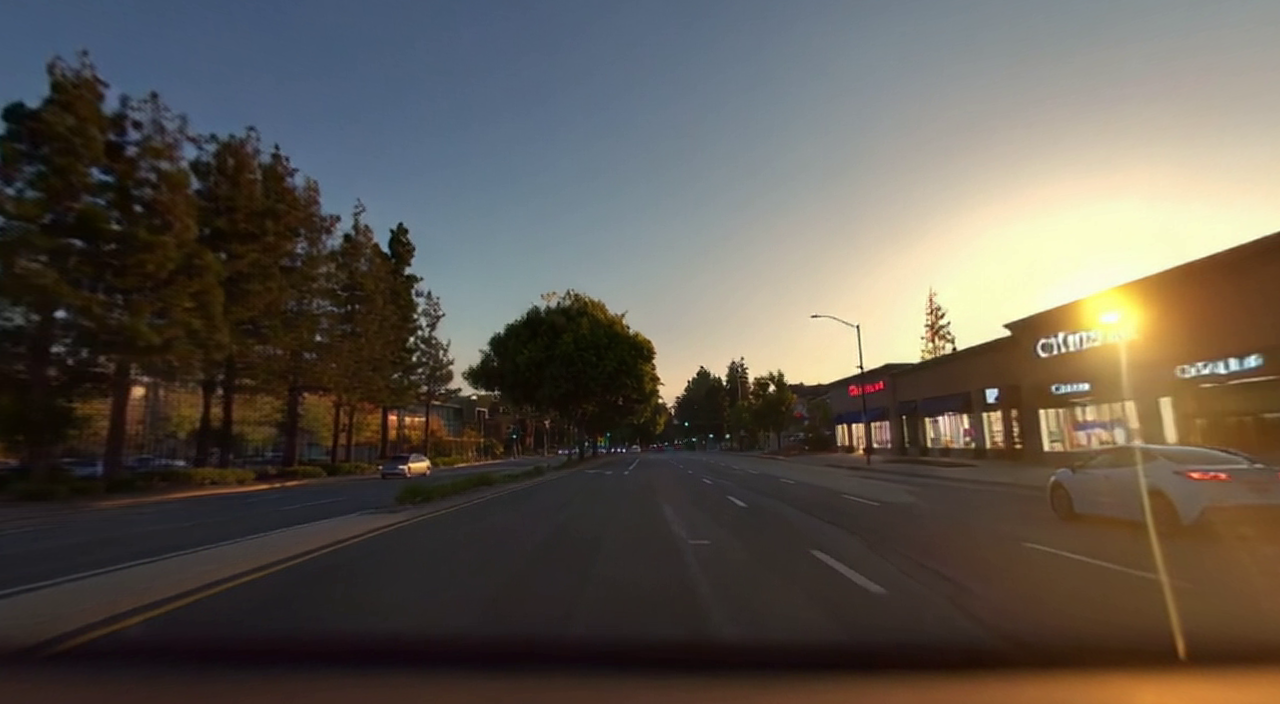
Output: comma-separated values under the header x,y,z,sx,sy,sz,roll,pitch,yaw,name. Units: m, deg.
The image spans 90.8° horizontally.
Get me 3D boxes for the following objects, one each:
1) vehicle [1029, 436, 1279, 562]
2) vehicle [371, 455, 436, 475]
x,y,z,sx,sy,sz,roll,pitch,yaw,name
8.211,2.031,9.568,1.936,1.460,4.258,0,-8,1,vehicle
-18.505,8.826,49.386,4.523,1.494,1.857,-3,-9,17,vehicle
